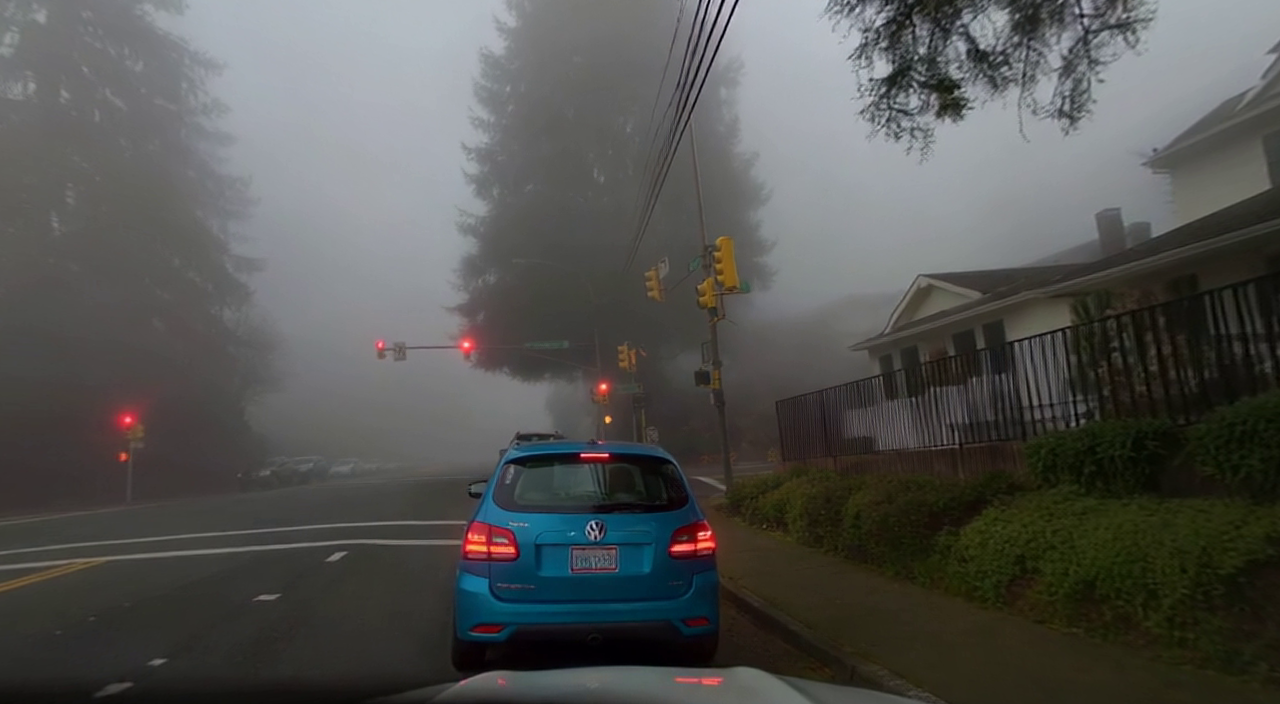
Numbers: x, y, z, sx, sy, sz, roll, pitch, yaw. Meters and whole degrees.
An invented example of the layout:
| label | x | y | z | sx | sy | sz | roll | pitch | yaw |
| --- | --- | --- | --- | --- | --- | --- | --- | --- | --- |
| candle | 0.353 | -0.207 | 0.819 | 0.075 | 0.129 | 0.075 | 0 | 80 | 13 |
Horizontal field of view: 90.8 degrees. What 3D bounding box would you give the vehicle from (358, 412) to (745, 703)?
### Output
| label | x | y | z | sx | sy | sz | roll | pitch | yaw |
| --- | --- | --- | --- | --- | --- | --- | --- | --- | --- |
| vehicle | -0.721 | 1.358 | 5.247 | 2.024 | 1.502 | 3.702 | 1 | -9 | -9 |
